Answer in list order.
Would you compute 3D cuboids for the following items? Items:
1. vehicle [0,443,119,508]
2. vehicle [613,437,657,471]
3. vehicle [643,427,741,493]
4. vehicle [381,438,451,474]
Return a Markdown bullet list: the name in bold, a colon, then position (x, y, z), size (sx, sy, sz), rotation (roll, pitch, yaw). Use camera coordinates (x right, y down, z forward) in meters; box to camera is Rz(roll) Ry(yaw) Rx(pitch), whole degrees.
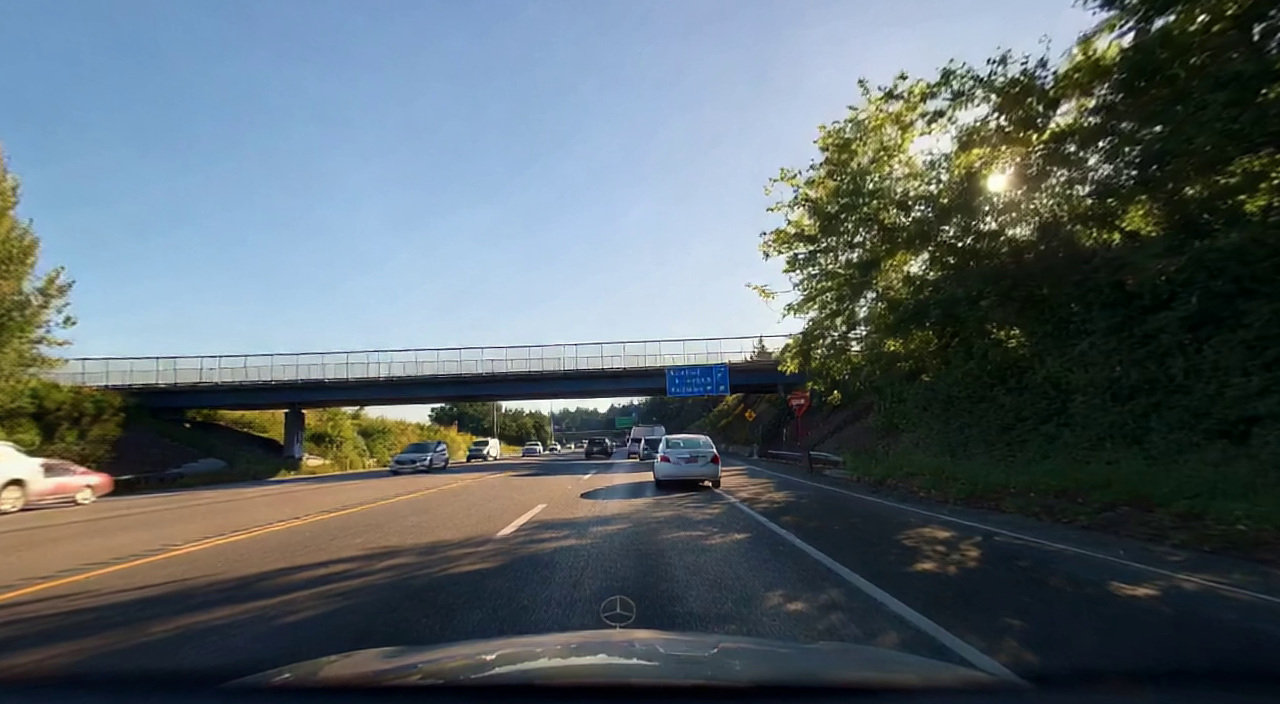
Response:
- **vehicle**: position (-14.772, 3.024, 15.498), size (1.592, 1.442, 2.542), rotation (0, -10, 0)
- **vehicle**: position (-0.247, 4.892, 30.377), size (1.968, 1.482, 3.586), rotation (0, -8, -1)
- **vehicle**: position (1.336, 3.008, 17.954), size (2.092, 1.636, 4.024), rotation (0, -8, -5)
- **vehicle**: position (-11.309, 5.240, 32.152), size (2.012, 1.680, 4.360), rotation (0, -8, -1)
